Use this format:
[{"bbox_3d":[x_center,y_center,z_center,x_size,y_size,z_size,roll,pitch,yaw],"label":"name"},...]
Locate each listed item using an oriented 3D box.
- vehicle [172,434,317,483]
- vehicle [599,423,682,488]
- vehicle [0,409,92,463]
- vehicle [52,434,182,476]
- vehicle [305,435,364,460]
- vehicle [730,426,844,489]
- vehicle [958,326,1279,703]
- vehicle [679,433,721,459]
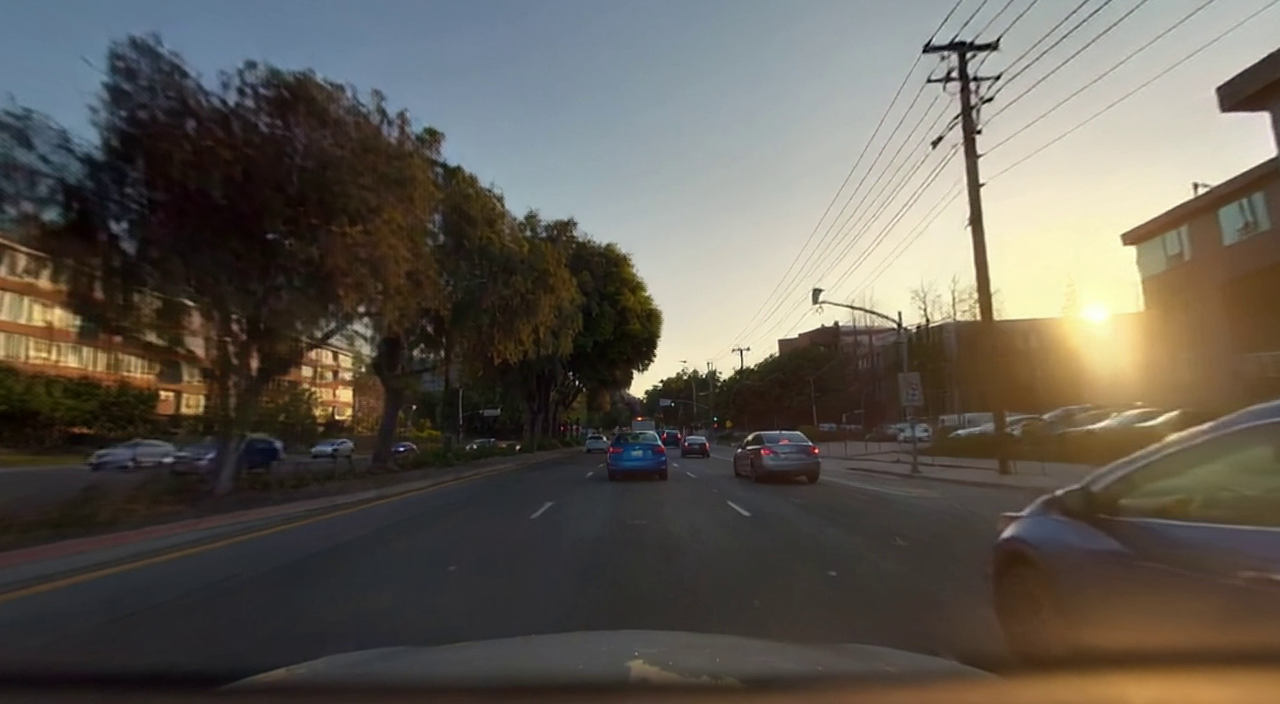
[{"bbox_3d":[-13.862,3.763,22.590,1.951,1.538,4.940,0,-8,0],"label":"vehicle"},{"bbox_3d":[-0.003,2.894,17.823,2.073,1.606,3.933,0,-8,-1],"label":"vehicle"},{"bbox_3d":[-47.395,6.230,46.860,9.759,3.784,3.013,2,-9,-7],"label":"vehicle"},{"bbox_3d":[-22.652,4.478,27.631,1.923,1.672,4.303,0,-8,1],"label":"vehicle"},{"bbox_3d":[-21.983,6.922,45.646,1.982,1.699,4.421,0,-8,1],"label":"vehicle"},{"bbox_3d":[3.911,2.898,17.643,2.086,1.534,4.351,0,-8,0],"label":"vehicle"},{"bbox_3d":[3.086,0.678,1.501,2.123,1.657,4.719,0,-8,-1],"label":"vehicle"},{"bbox_3d":[3.608,5.745,38.654,2.054,1.461,4.321,0,-8,-1],"label":"vehicle"}]
